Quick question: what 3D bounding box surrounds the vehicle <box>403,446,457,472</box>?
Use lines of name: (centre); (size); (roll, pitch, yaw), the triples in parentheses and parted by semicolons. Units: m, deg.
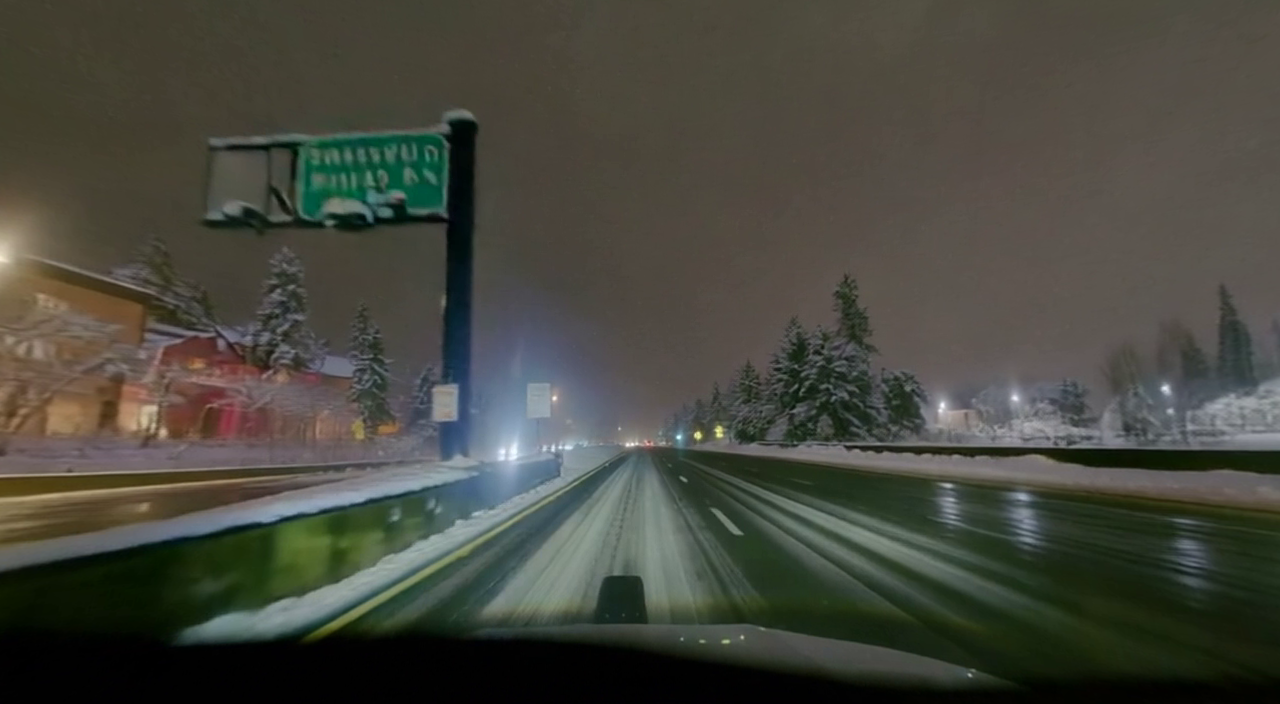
vehicle: (-14.641, 7.448, 44.308); (2.038, 1.700, 4.840); (0, -8, 1)
